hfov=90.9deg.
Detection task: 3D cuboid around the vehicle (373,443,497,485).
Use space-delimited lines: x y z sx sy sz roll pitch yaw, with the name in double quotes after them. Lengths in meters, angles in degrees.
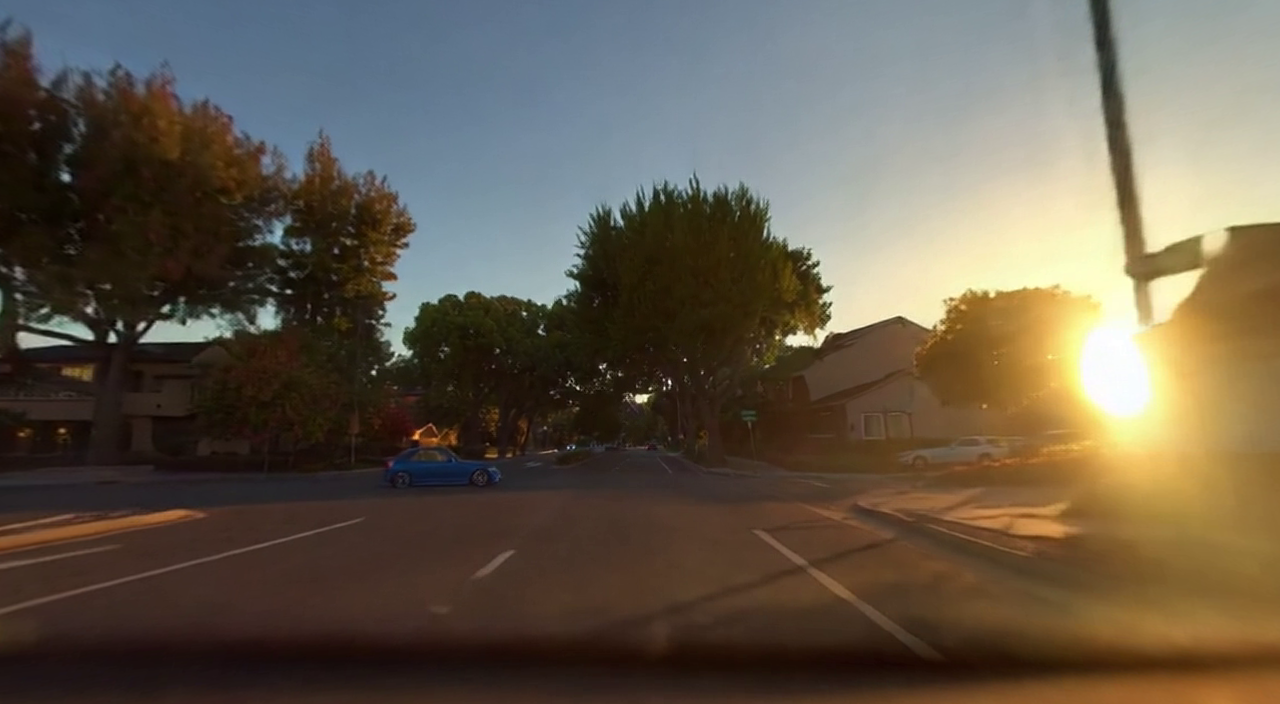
-9.128 4.979 28.334 2.170 1.666 4.788 -8 -12 43 "vehicle"
